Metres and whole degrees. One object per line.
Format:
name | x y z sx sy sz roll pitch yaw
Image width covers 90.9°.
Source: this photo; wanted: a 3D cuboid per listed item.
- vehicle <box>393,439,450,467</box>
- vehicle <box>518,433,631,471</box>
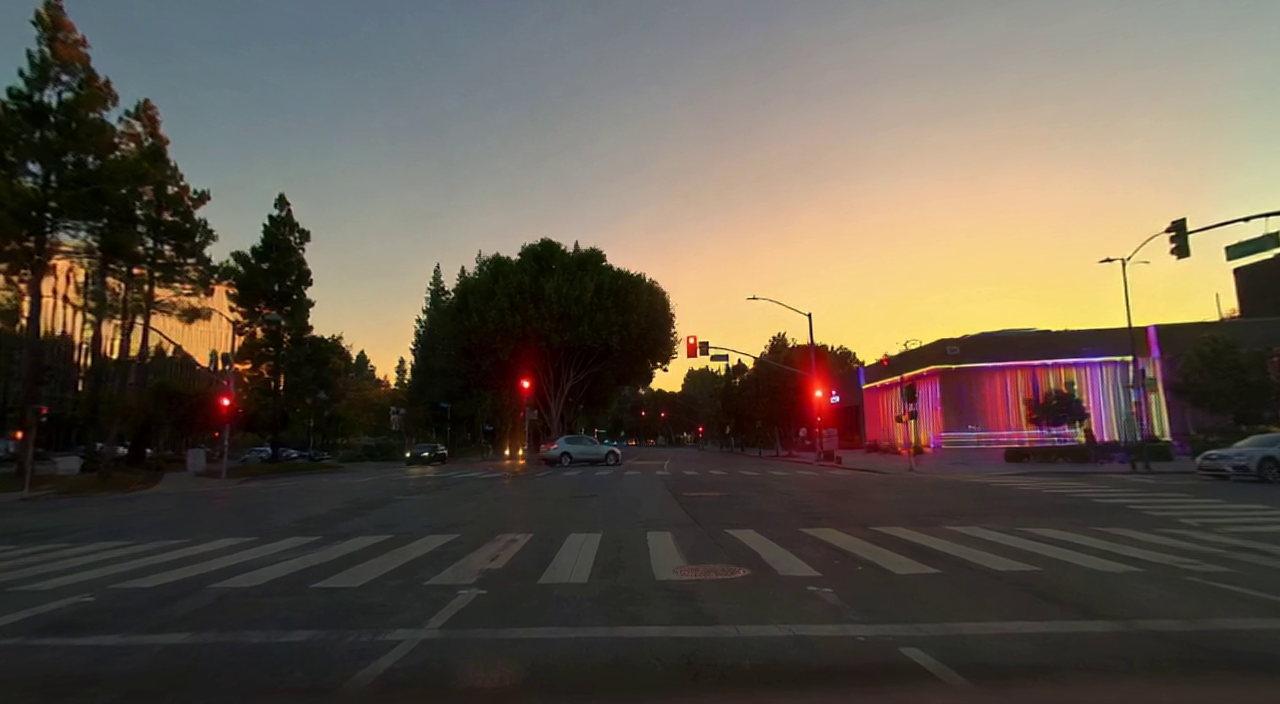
vehicle | -14.773 6.833 42.937 2.169 1.753 4.640 0 -8 0
vehicle | -2.774 4.375 27.725 2.521 1.522 4.418 -7 -11 39
